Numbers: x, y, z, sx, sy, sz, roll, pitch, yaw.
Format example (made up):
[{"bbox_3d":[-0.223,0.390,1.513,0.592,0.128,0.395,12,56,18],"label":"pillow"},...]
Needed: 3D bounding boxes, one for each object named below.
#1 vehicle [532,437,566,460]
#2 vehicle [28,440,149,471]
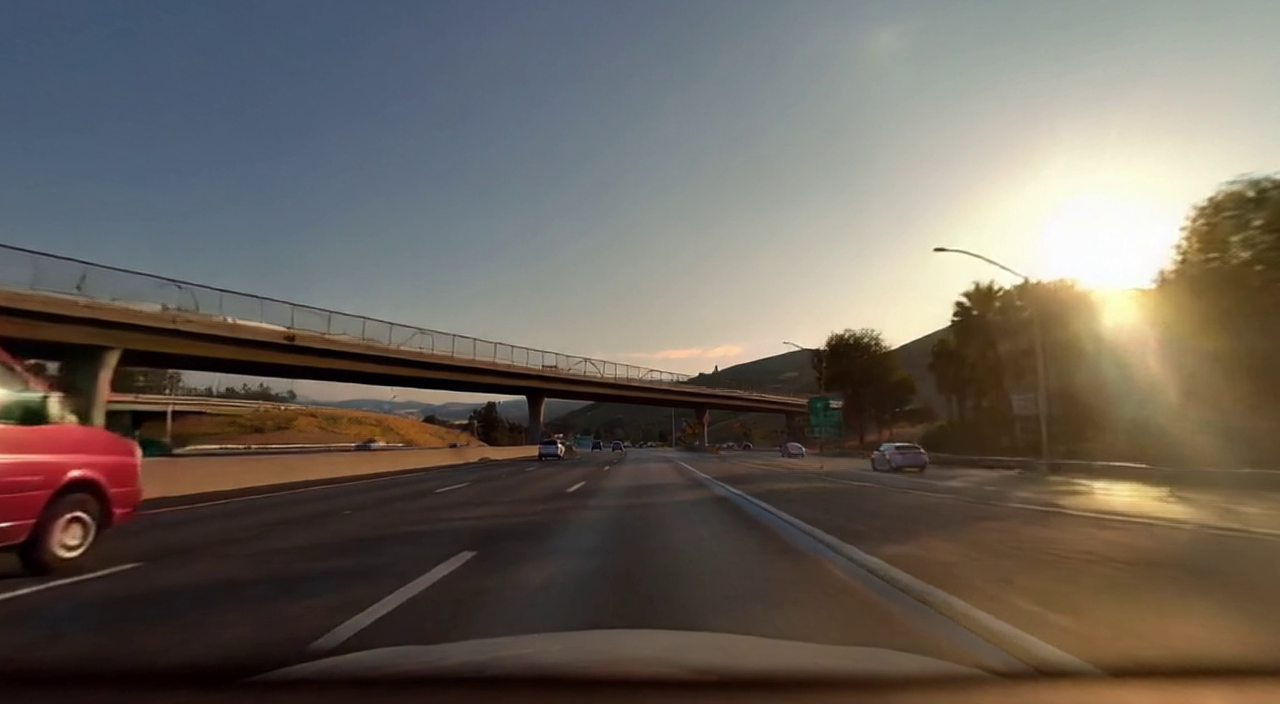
[{"bbox_3d":[-6.898,7.372,48.023,1.935,1.633,3.955,0,-8,1],"label":"vehicle"},{"bbox_3d":[-27.678,5.181,31.753,2.002,1.469,4.721,1,-8,-3],"label":"vehicle"}]
